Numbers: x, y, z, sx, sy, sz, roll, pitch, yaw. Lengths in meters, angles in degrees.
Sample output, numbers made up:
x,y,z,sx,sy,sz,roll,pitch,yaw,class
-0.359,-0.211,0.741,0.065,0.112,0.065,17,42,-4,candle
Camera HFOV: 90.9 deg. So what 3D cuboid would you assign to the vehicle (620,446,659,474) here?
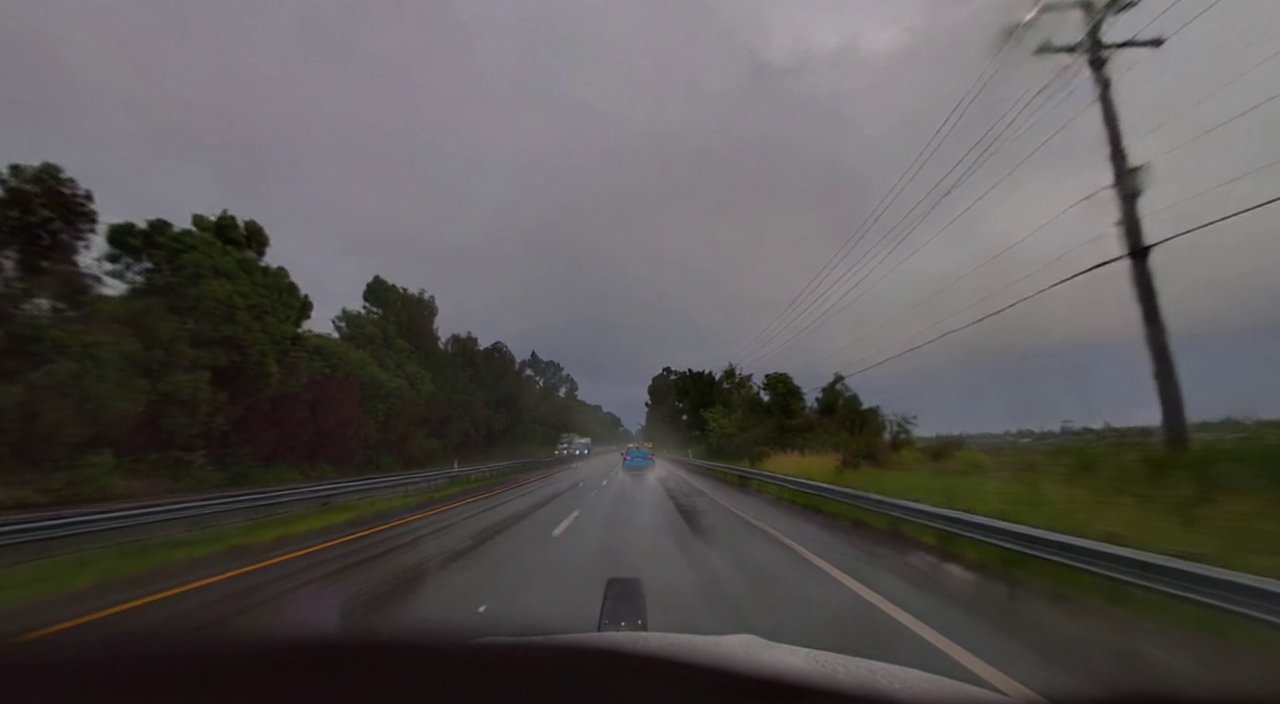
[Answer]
x,y,z,sx,sy,sz,roll,pitch,yaw,class
-0.066,6.061,35.462,2.080,1.486,3.813,0,-9,-1,vehicle
